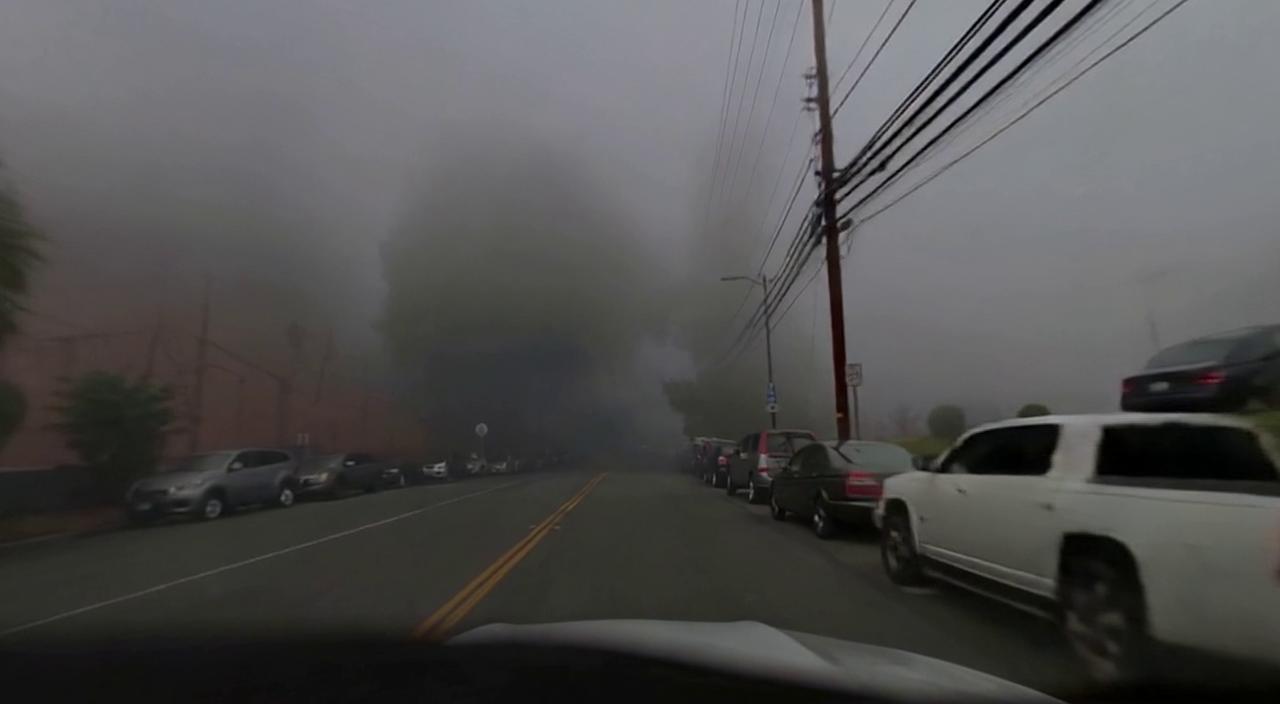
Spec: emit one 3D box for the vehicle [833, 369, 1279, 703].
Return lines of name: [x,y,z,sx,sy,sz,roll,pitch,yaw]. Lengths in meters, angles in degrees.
vehicle: [3.234,1.202,4.709,2.037,1.622,4.270,0,-9,-3]

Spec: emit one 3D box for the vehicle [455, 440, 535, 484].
vehicle: [-6.362,4.884,28.324,2.081,1.760,4.598,0,-9,6]

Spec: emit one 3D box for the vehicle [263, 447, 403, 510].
vehicle: [-10.737,4.387,22.509,2.134,1.775,4.706,-8,-10,8]

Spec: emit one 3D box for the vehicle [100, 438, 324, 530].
vehicle: [-11.330,3.490,17.377,2.322,2.037,5.030,-3,-9,5]
